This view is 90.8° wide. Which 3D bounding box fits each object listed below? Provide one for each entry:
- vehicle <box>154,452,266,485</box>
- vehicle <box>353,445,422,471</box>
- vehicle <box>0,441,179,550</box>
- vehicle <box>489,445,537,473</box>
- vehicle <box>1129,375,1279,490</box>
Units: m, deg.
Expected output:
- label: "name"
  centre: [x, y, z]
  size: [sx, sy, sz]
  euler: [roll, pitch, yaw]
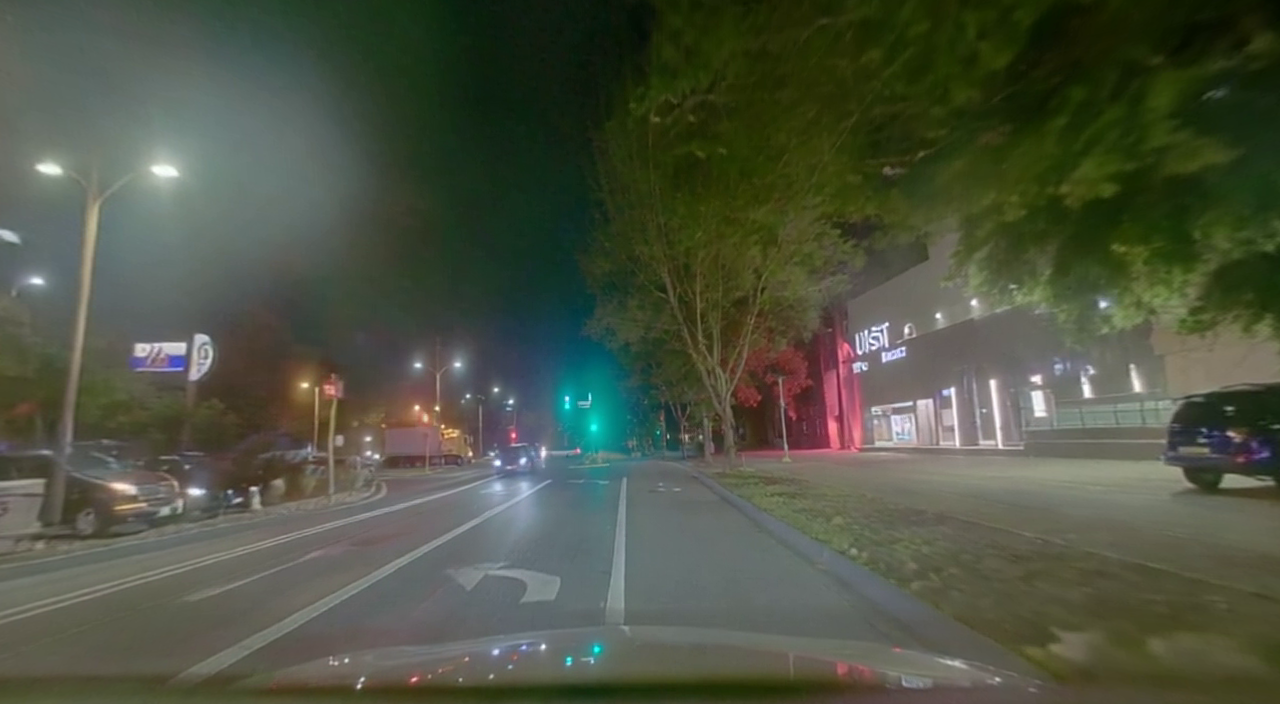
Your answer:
- label: "vehicle"
  centre: [-21.845, 5.911, 32.335]
  size: [1.928, 1.490, 4.462]
  euler: [-4, -9, 16]
- label: "vehicle"
  centre: [-18.009, 7.545, 45.260]
  size: [2.101, 1.721, 4.587]
  euler: [-3, -9, 18]
- label: "vehicle"
  centre: [-12.809, 2.987, 13.819]
  size: [2.000, 2.008, 4.287]
  euler: [-1, -8, 3]
- label: "vehicle"
  centre: [-7.360, 6.214, 36.991]
  size: [1.899, 1.517, 4.384]
  euler: [0, -8, -1]
- label: "vehicle"
  centre: [12.620, 1.636, 12.683]
  size: [2.112, 2.050, 4.327]
  euler: [0, -8, 2]
